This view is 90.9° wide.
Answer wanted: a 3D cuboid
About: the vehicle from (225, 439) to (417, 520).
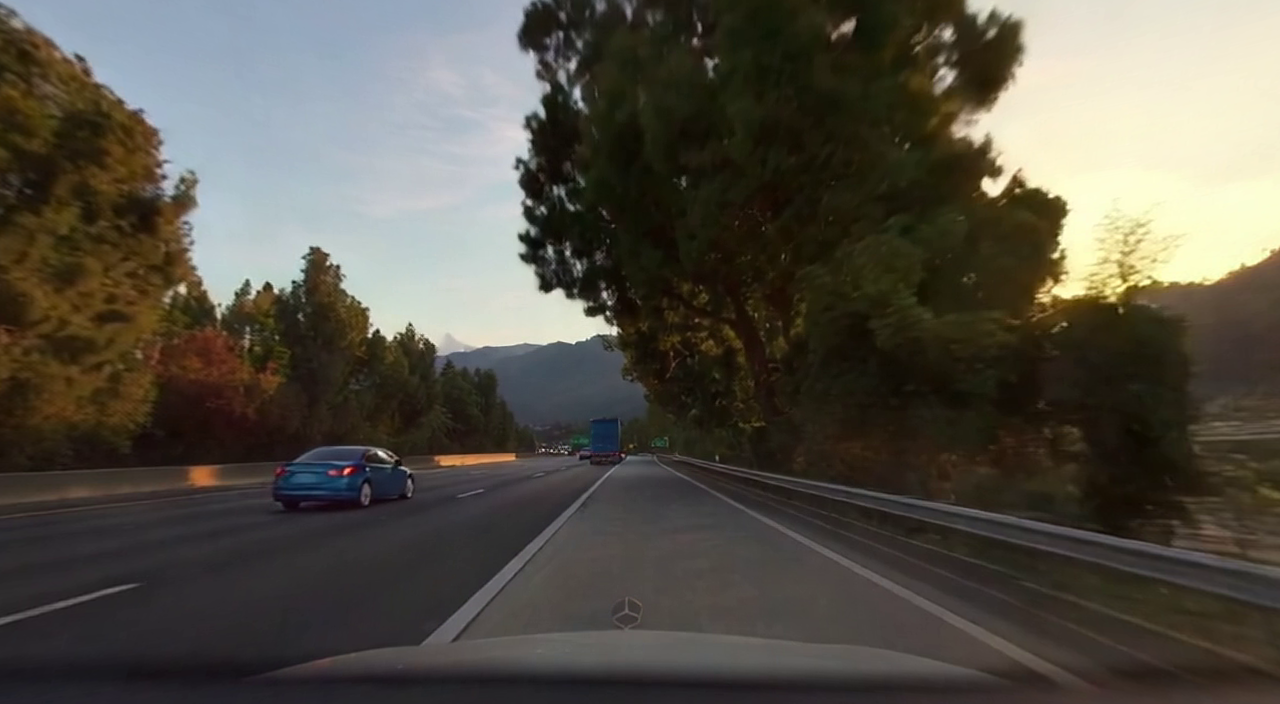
[{"bbox_3d":[-6.876,2.780,14.279,1.938,1.507,4.557,0,-9,0],"label":"vehicle"}]
